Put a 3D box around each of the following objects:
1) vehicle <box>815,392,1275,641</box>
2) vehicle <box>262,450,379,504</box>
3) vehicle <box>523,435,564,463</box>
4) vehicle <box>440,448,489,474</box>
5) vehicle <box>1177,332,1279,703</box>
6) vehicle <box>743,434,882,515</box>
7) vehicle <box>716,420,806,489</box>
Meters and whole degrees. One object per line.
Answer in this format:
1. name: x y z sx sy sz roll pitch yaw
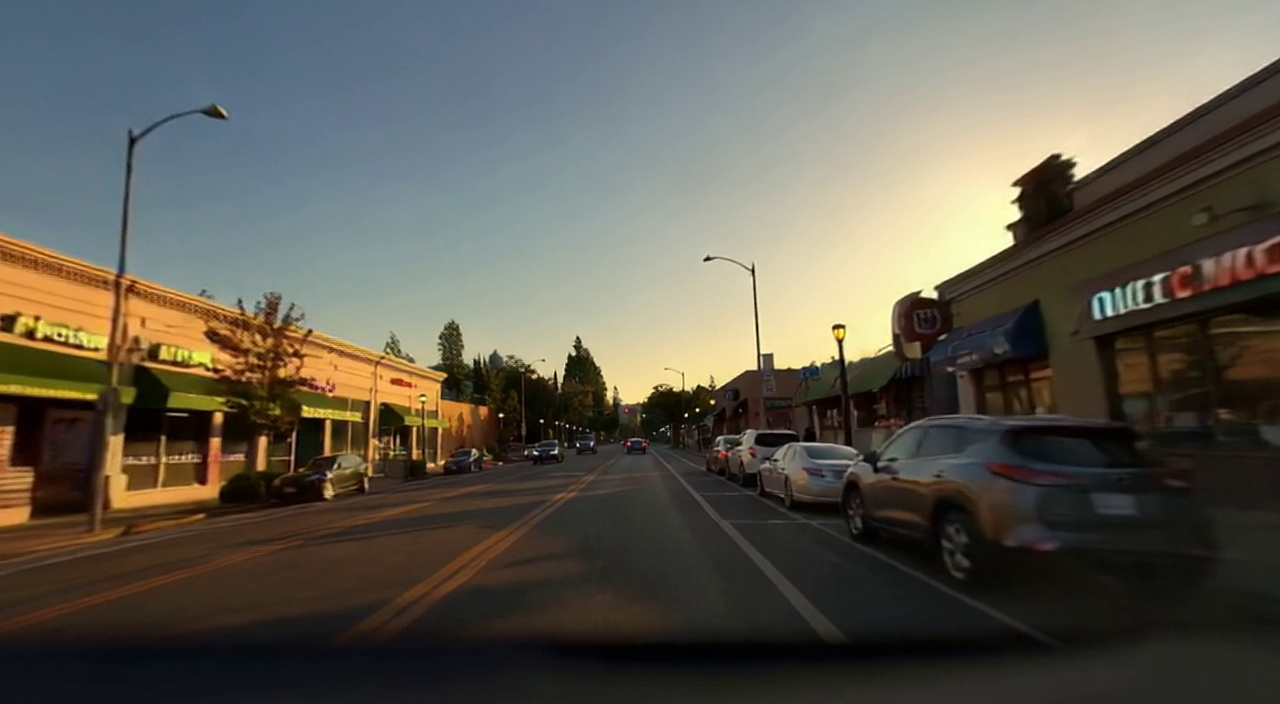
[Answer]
1. vehicle: 3.840 1.644 7.544 2.132 1.889 5.213 0 -8 2
2. vehicle: -10.784 4.220 21.682 1.930 1.621 3.853 0 -8 0
3. vehicle: -6.658 6.743 44.048 2.044 1.839 4.512 0 -8 1
4. vehicle: -10.528 6.558 38.232 1.846 1.463 4.206 0 -8 -1
5. vehicle: 3.910 0.478 0.230 2.164 1.880 6.057 0 -8 1
6. vehicle: 3.874 2.851 15.138 1.876 1.468 4.672 -5 -9 -1
7. vehicle: 3.827 3.345 20.820 1.976 2.001 4.430 0 -8 -2
